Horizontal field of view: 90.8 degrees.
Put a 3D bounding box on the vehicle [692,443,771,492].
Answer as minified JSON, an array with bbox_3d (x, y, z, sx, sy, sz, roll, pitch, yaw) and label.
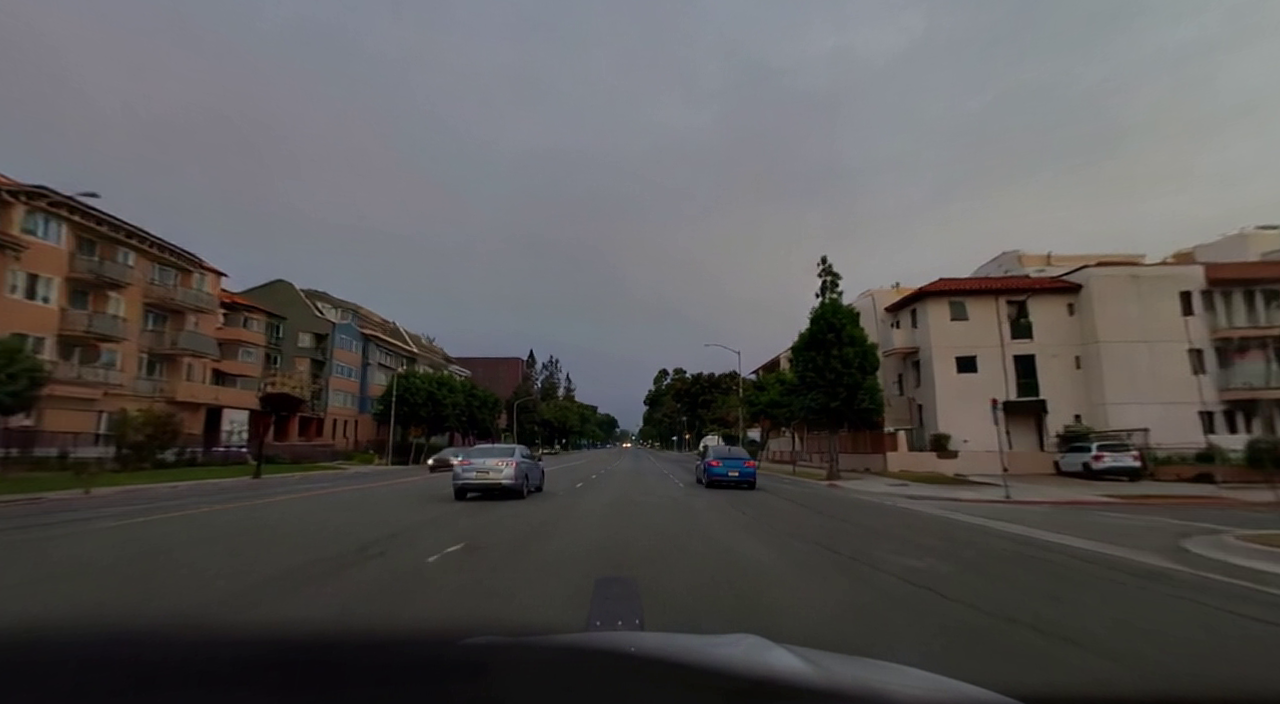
[{"bbox_3d":[3.002,3.901,21.764,1.978,1.471,4.426,0,-9,-1],"label":"vehicle"}]

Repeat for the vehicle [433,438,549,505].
[{"bbox_3d":[-3.733,3.061,16.648,2.062,1.527,4.044,0,-9,0],"label":"vehicle"}]

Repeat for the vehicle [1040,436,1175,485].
[{"bbox_3d":[19.415,4.511,26.583,1.961,1.861,4.757,0,-9,-1],"label":"vehicle"}]
